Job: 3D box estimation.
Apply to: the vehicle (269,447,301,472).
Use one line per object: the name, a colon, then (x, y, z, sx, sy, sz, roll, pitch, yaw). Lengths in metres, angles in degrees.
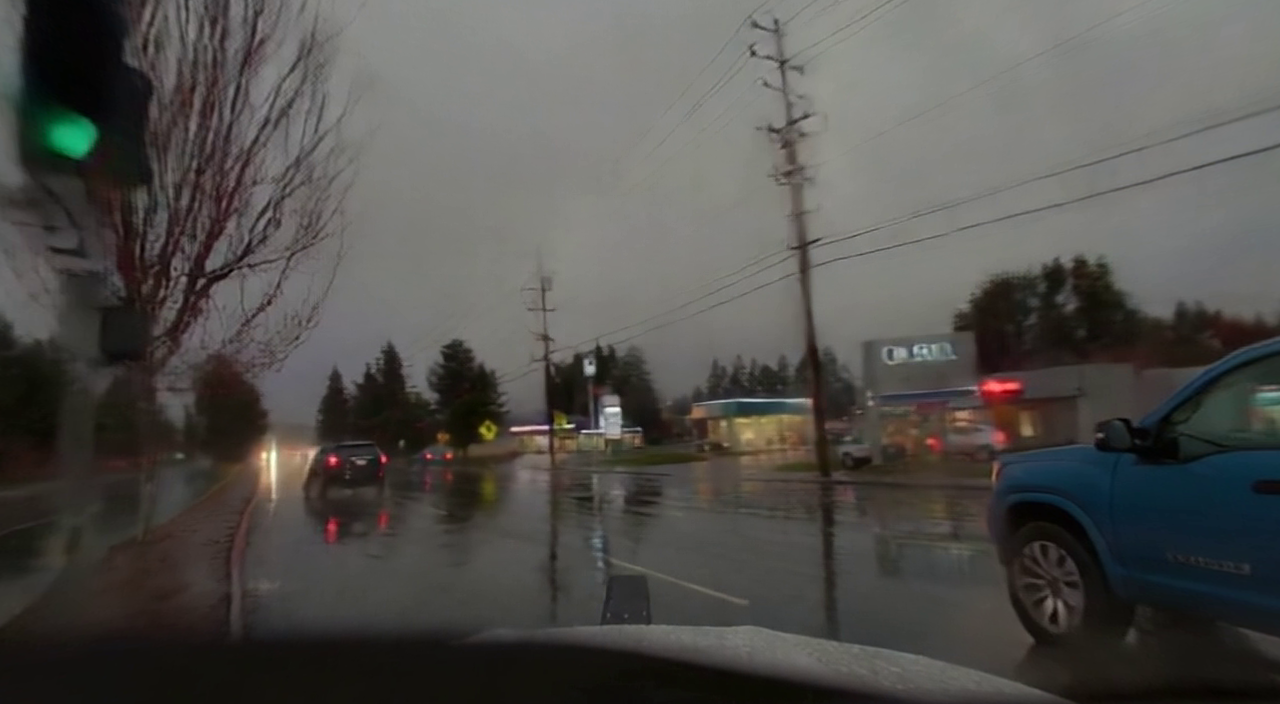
vehicle: (-26.491, 7.983, 46.946, 1.921, 1.725, 4.498, 4, -9, -30)

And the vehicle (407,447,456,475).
vehicle: (-12.193, 6.275, 36.699, 1.760, 1.481, 4.161, 4, -9, -31)

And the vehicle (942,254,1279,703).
vehicle: (3.257, 0.490, 1.558, 2.036, 1.818, 5.192, 0, -8, -6)

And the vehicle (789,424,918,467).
vehicle: (8.644, 3.752, 25.574, 4.661, 1.480, 1.913, 0, -8, -19)

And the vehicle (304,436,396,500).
vehicle: (-9.926, 3.814, 21.338, 2.141, 1.842, 4.889, 4, -9, -32)
